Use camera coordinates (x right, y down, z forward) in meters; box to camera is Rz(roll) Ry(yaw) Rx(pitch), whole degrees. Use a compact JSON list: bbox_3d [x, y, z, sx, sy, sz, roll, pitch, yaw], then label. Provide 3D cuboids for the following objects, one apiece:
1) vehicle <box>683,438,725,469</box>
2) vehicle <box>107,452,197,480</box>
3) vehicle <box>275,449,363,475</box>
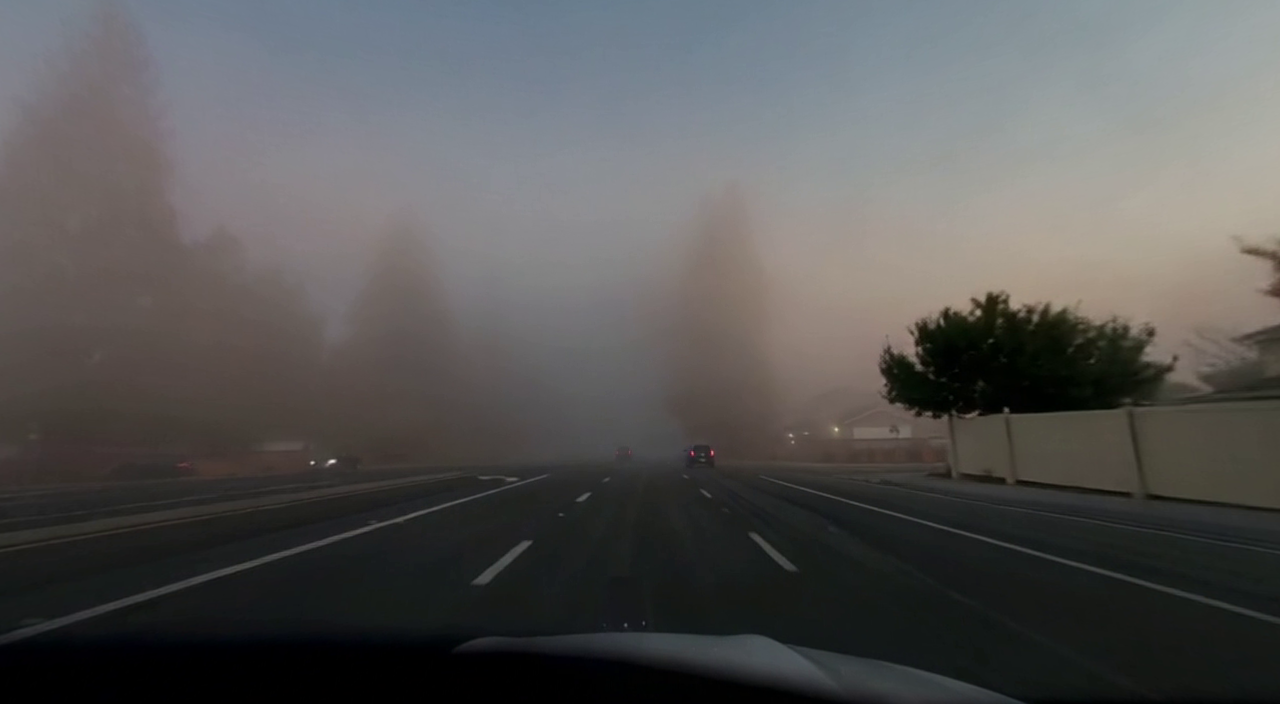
[{"bbox_3d":[3.960,6.345,39.529,2.114,1.780,4.445,0,-8,0],"label":"vehicle"},{"bbox_3d":[-27.811,6.478,35.943,4.317,1.476,1.910,-3,-9,19],"label":"vehicle"},{"bbox_3d":[-19.651,6.733,38.730,4.351,1.489,1.890,0,-8,-1],"label":"vehicle"}]
